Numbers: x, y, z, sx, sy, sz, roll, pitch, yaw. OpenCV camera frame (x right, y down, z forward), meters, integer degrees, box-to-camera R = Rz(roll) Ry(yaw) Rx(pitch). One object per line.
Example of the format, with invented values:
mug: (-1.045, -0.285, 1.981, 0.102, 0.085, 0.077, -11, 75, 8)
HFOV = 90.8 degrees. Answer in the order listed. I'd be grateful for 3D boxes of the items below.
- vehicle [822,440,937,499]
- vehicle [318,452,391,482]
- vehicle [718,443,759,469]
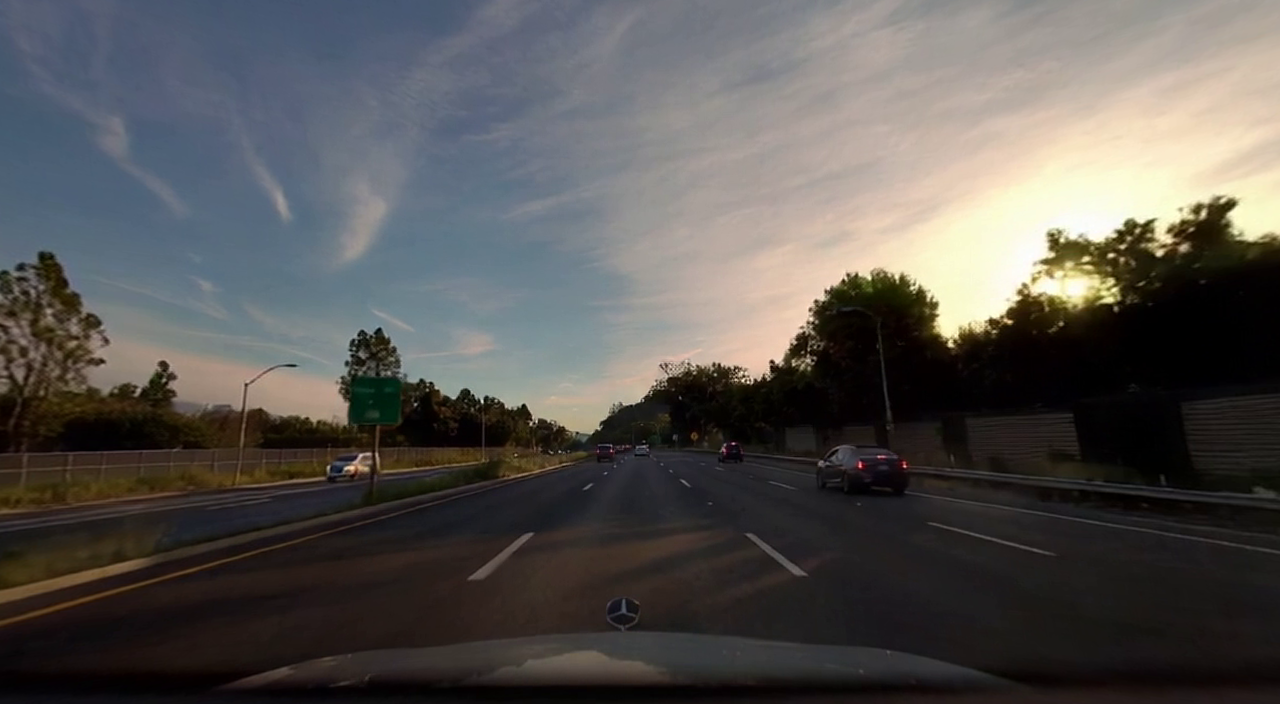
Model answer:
vehicle: (6.771, 3.331, 18.309, 1.838, 1.518, 3.713, 0, -8, 0)
vehicle: (-18.826, 7.578, 41.970, 2.146, 1.797, 5.570, 0, -8, 1)
vehicle: (6.632, 7.036, 42.989, 1.987, 1.597, 4.463, 0, -8, -1)
